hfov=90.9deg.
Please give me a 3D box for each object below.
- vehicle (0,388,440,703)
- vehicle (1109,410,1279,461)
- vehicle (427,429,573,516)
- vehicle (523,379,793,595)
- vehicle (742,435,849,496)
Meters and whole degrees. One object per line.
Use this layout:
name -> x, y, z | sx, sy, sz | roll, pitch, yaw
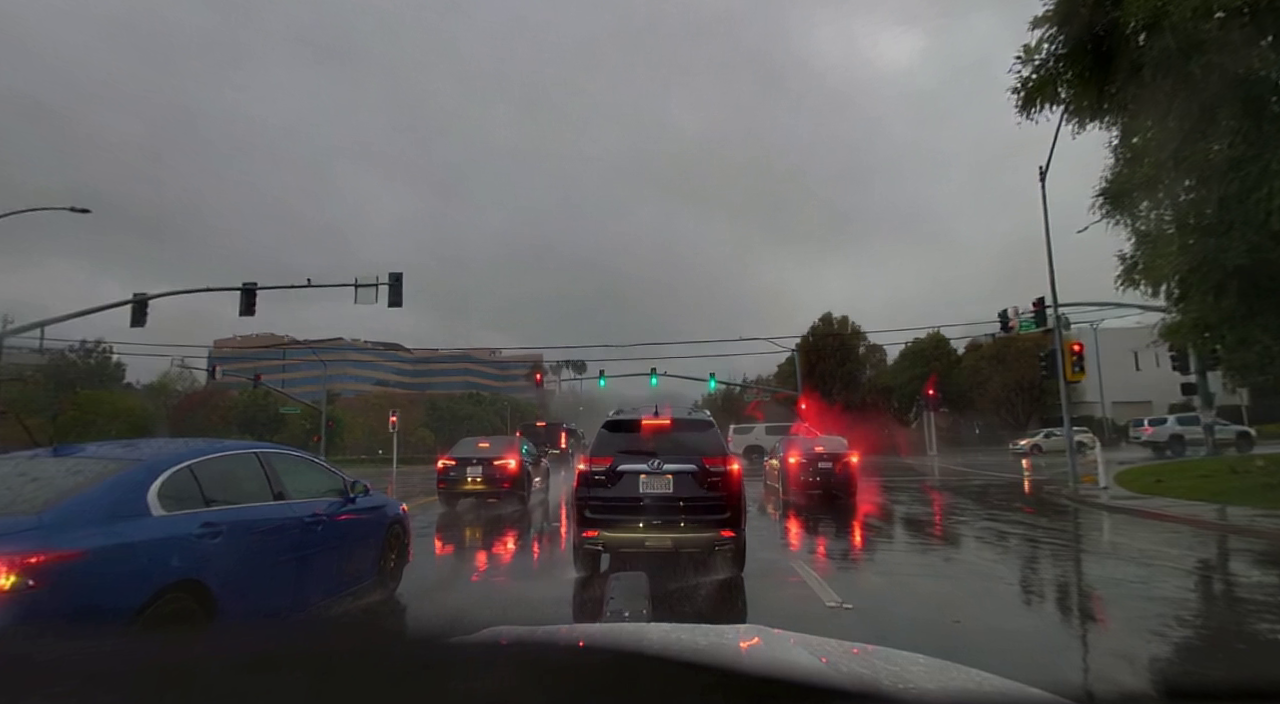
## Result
vehicle -> -3.216, 1.206, 4.477 | 1.958, 1.494, 4.624 | 0, -8, 2
vehicle -> 24.669, 3.737, 28.013 | 5.539, 2.007, 2.154 | -3, -9, 7
vehicle -> -2.677, 2.407, 13.087 | 1.851, 1.502, 4.042 | 0, -8, 4
vehicle -> 0.205, 1.466, 7.641 | 2.300, 1.832, 4.331 | 0, -8, 1
vehicle -> 4.099, 3.056, 17.343 | 1.979, 1.453, 4.011 | 0, -8, 1
